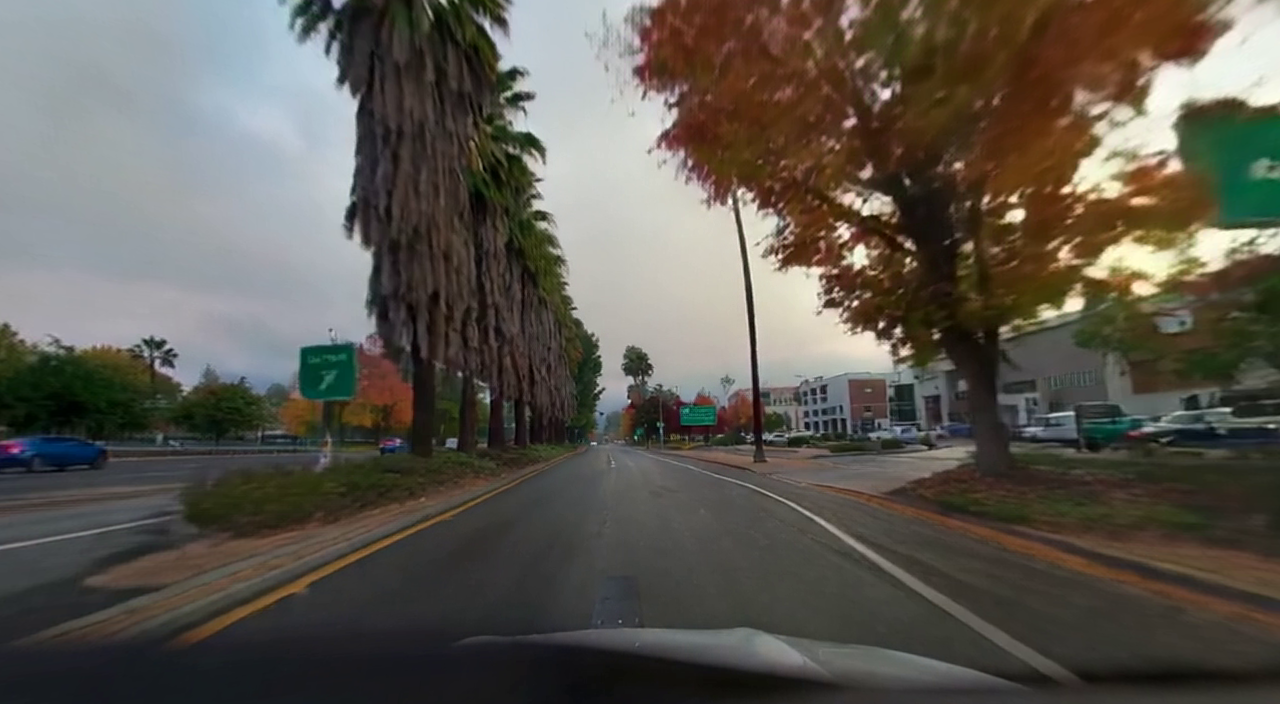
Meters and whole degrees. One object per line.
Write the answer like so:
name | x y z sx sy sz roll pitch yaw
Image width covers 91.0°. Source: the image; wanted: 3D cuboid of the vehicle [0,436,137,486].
vehicle | -21.515 3.992 23.418 1.994 1.652 4.570 1 -9 -4
